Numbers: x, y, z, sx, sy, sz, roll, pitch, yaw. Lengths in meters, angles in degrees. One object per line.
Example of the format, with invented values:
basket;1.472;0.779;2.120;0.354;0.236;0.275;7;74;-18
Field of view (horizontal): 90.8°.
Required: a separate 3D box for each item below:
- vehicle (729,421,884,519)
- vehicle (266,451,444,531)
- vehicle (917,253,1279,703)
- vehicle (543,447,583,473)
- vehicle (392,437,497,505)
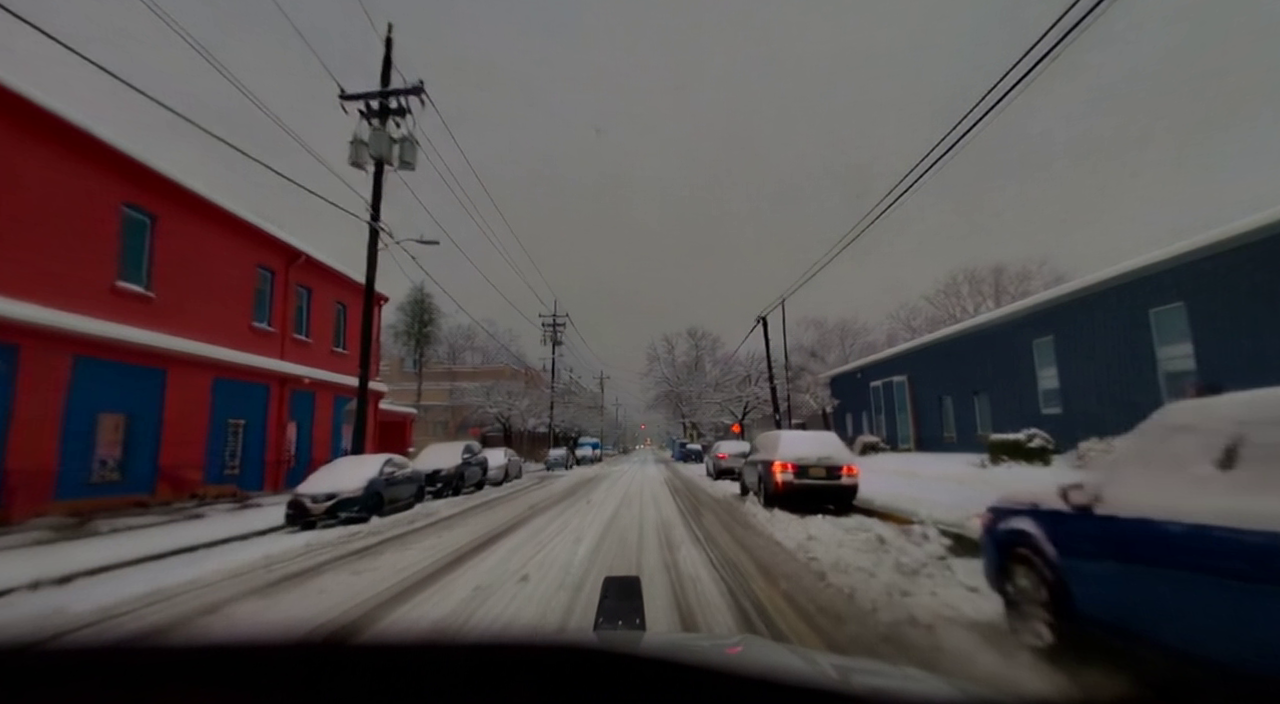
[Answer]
vehicle;3.478;2.586;14.310;2.182;1.824;4.622;0;-9;-1
vehicle;-6.163;3.020;14.364;1.844;1.486;4.474;0;-9;2
vehicle;3.321;0.730;2.539;2.263;1.996;4.870;0;-9;1
vehicle;-5.390;7.578;44.540;1.910;1.488;3.999;-5;-7;5
vehicle;-6.058;3.705;20.140;1.983;1.809;4.503;-2;-9;-1
